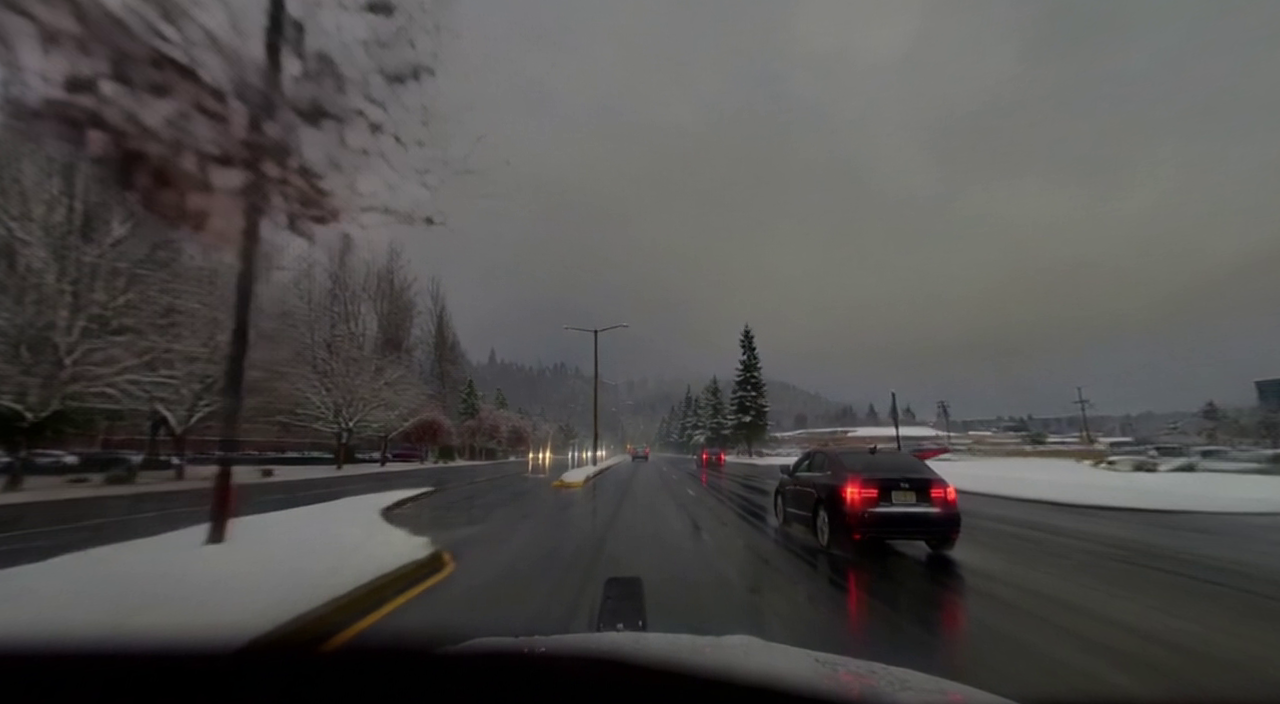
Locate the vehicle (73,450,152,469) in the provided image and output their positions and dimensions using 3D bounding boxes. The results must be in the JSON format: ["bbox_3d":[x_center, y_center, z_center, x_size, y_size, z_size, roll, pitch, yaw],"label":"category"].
[{"bbox_3d":[-41.731,8.500,49.731,4.434,1.472,1.915,0,-9,0],"label":"vehicle"}]

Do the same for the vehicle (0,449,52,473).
[{"bbox_3d":[-42.400,7.259,41.844,4.363,1.505,1.984,0,-9,0],"label":"vehicle"}]

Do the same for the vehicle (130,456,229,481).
[{"bbox_3d":[-29.244,7.376,39.947,4.707,1.474,1.964,0,-9,1],"label":"vehicle"}]

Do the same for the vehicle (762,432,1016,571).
[{"bbox_3d":[3.164,1.976,9.145,1.935,1.501,4.384,0,-9,0],"label":"vehicle"}]

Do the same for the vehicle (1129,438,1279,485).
[{"bbox_3d":[19.913,3.750,21.678,4.255,1.537,2.037,0,-9,1],"label":"vehicle"}]
